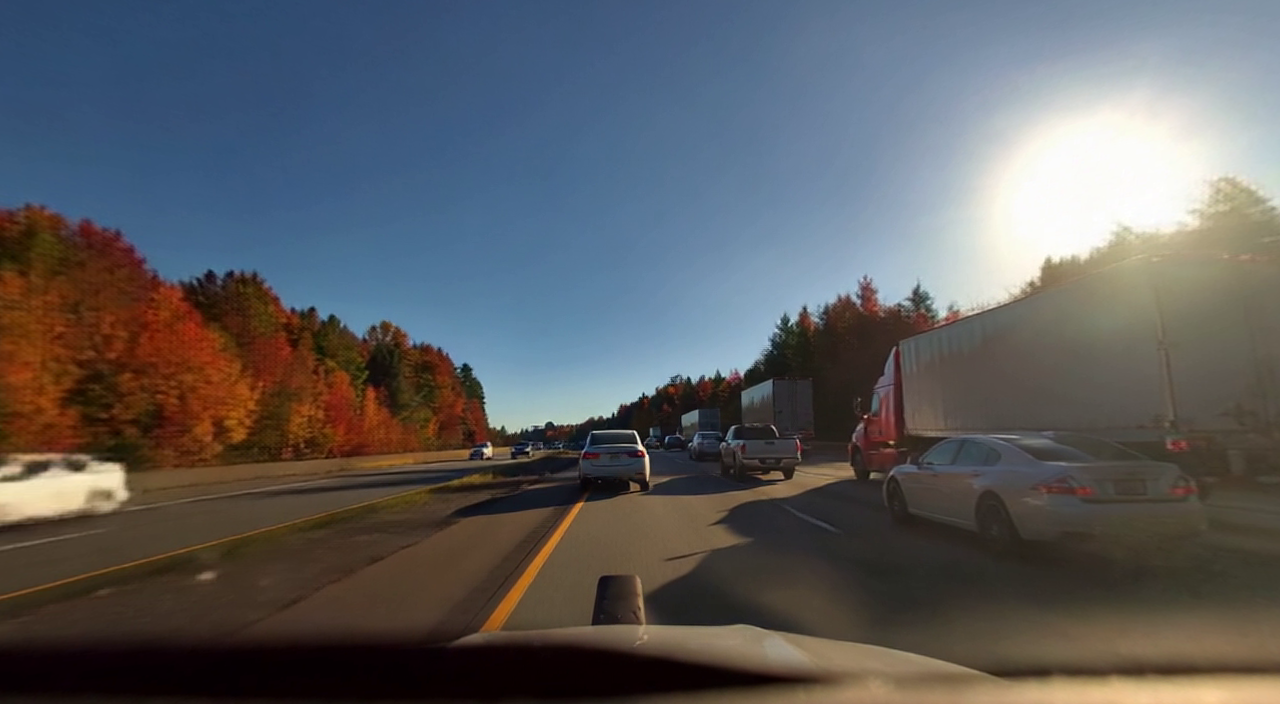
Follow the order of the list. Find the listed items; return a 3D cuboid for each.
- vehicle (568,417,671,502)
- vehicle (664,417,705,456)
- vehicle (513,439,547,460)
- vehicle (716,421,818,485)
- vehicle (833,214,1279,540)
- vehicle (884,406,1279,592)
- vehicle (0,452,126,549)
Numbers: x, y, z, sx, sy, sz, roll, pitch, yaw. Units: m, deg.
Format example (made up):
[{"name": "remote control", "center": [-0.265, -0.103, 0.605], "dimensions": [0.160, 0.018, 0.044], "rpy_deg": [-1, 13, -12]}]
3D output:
[{"name": "vehicle", "center": [-0.456, 2.476, 14.973], "dimensions": [2.087, 1.709, 4.455], "rpy_deg": [0, -8, -1]}, {"name": "vehicle", "center": [3.155, 6.157, 45.783], "dimensions": [2.395, 2.656, 6.037], "rpy_deg": [0, -8, -1]}, {"name": "vehicle", "center": [-8.629, 7.651, 49.509], "dimensions": [1.921, 1.533, 4.091], "rpy_deg": [0, -8, 0]}, {"name": "vehicle", "center": [3.680, 2.994, 19.015], "dimensions": [2.147, 1.707, 3.963], "rpy_deg": [0, -8, -2]}, {"name": "vehicle", "center": [8.402, 1.194, 14.881], "dimensions": [2.908, 4.099, 14.103], "rpy_deg": [0, -8, -1]}, {"name": "vehicle", "center": [4.716, 1.490, 7.301], "dimensions": [2.040, 1.523, 4.068], "rpy_deg": [0, -8, -1]}, {"name": "vehicle", "center": [-11.344, 2.517, 10.727], "dimensions": [1.874, 1.504, 3.847], "rpy_deg": [0, -8, 0]}]
